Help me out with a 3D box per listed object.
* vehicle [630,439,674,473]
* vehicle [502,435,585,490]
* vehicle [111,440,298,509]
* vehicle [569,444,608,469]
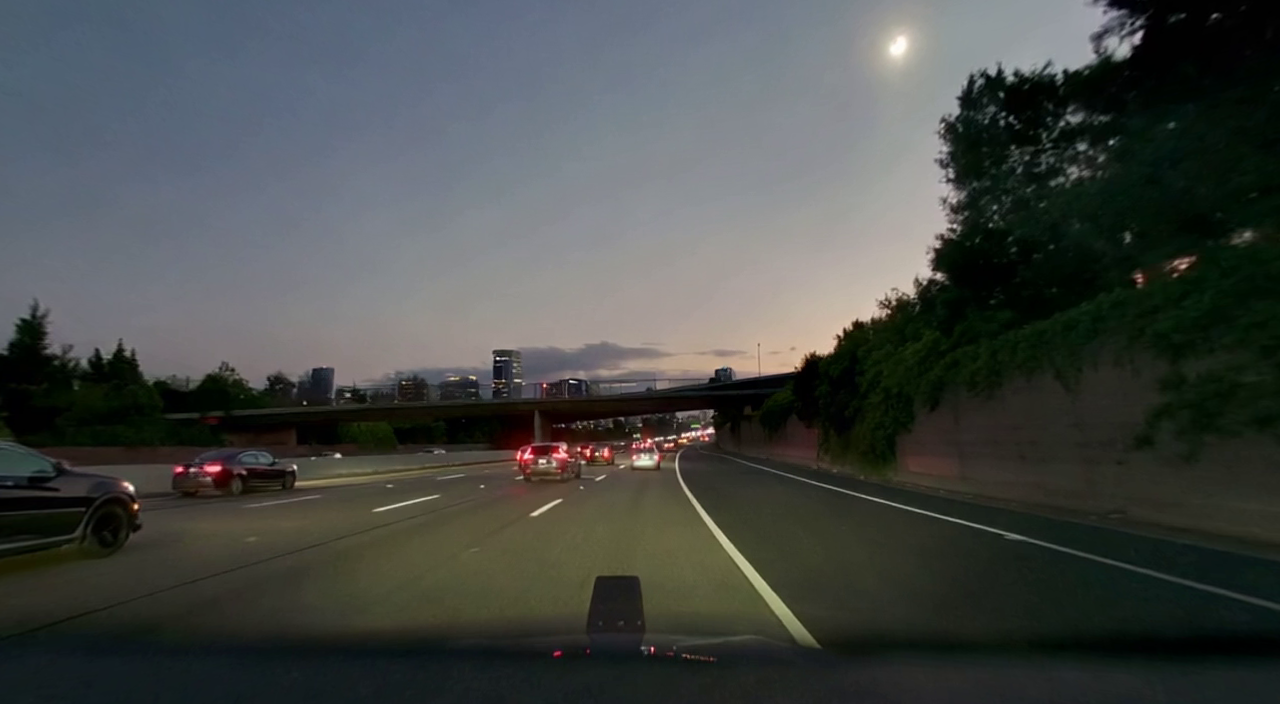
[{"bbox_3d":[0.651,5.433,33.140,2.160,1.678,4.178,0,-8,2],"label":"vehicle"},{"bbox_3d":[-3.303,3.886,22.470,2.161,1.759,4.482,0,-8,2],"label":"vehicle"},{"bbox_3d":[-11.645,3.251,17.259,1.954,1.640,4.339,0,-8,1],"label":"vehicle"},{"bbox_3d":[-3.199,6.617,39.874,1.997,1.490,4.471,0,-8,2],"label":"vehicle"}]
